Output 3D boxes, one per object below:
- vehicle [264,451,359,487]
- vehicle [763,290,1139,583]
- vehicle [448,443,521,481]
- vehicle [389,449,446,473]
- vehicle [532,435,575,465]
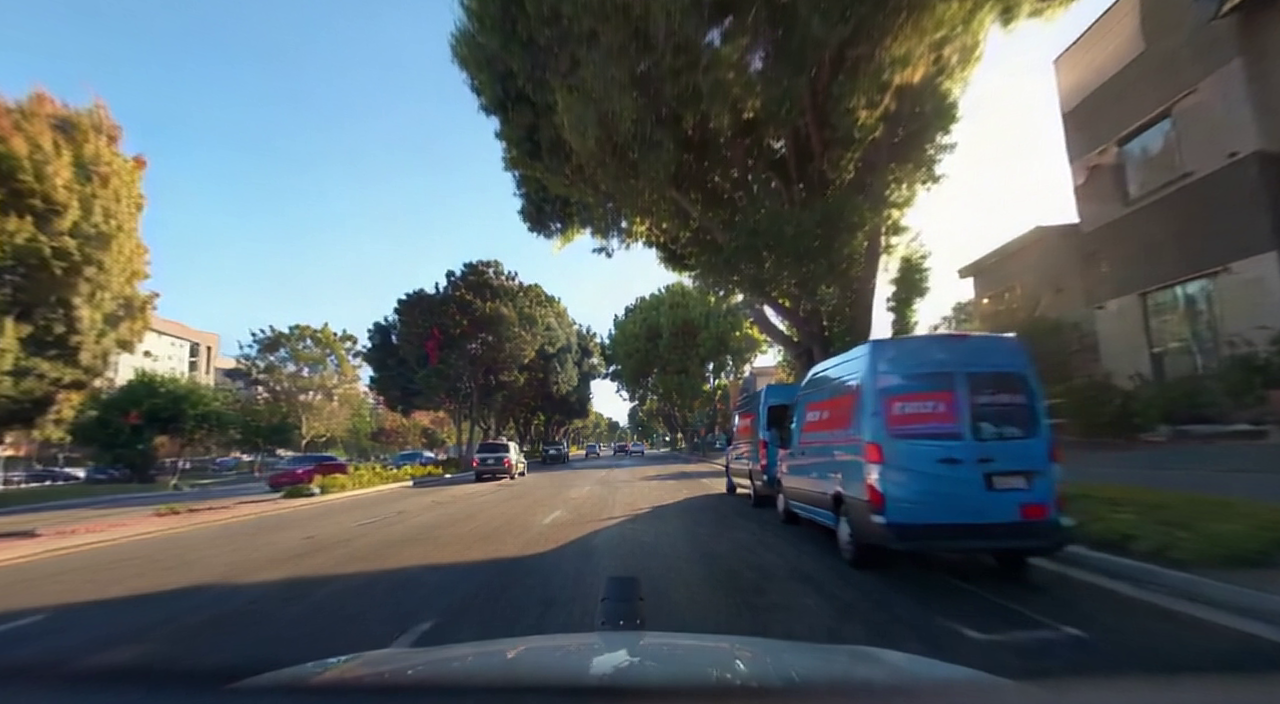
[{"bbox_3d":[-14.909,5.305,28.978,1.842,1.472,4.639,0,-9,0],"label":"vehicle"},{"bbox_3d":[3.626,1.185,8.902,2.791,3.026,4.668,0,-9,0],"label":"vehicle"},{"bbox_3d":[-6.546,4.685,27.123,1.970,1.456,4.441,0,-9,1],"label":"vehicle"},{"bbox_3d":[-14.726,7.253,42.148,2.031,1.466,4.592,0,-9,1],"label":"vehicle"},{"bbox_3d":[-6.299,7.280,46.979,2.332,2.039,5.678,0,-9,1],"label":"vehicle"}]
